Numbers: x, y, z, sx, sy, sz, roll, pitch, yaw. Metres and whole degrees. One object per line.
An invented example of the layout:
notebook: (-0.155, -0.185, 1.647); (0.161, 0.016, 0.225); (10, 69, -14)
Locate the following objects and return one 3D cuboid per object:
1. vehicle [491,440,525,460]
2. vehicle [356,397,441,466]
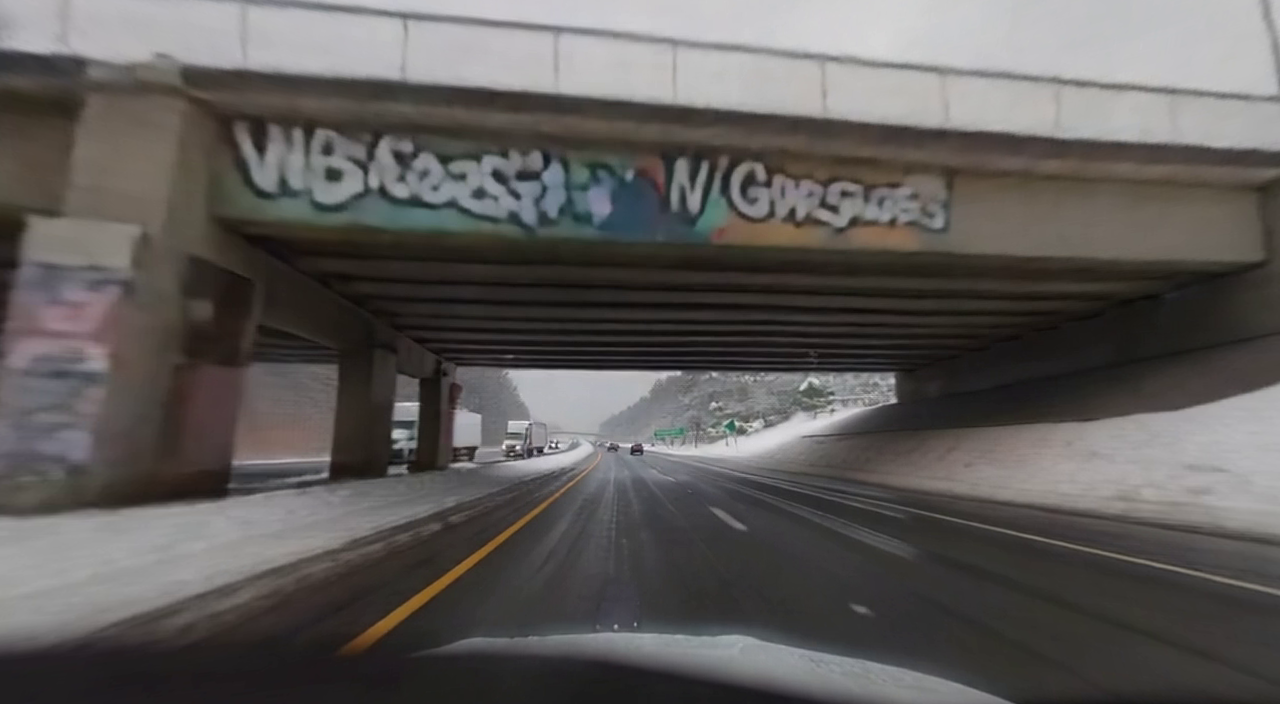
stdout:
vehicle: (-10.425, 7.776, 49.826); (1.879, 1.505, 4.047); (0, -9, -1)
vehicle: (-14.507, 4.901, 38.205); (2.987, 3.824, 5.991); (0, -9, -3)
